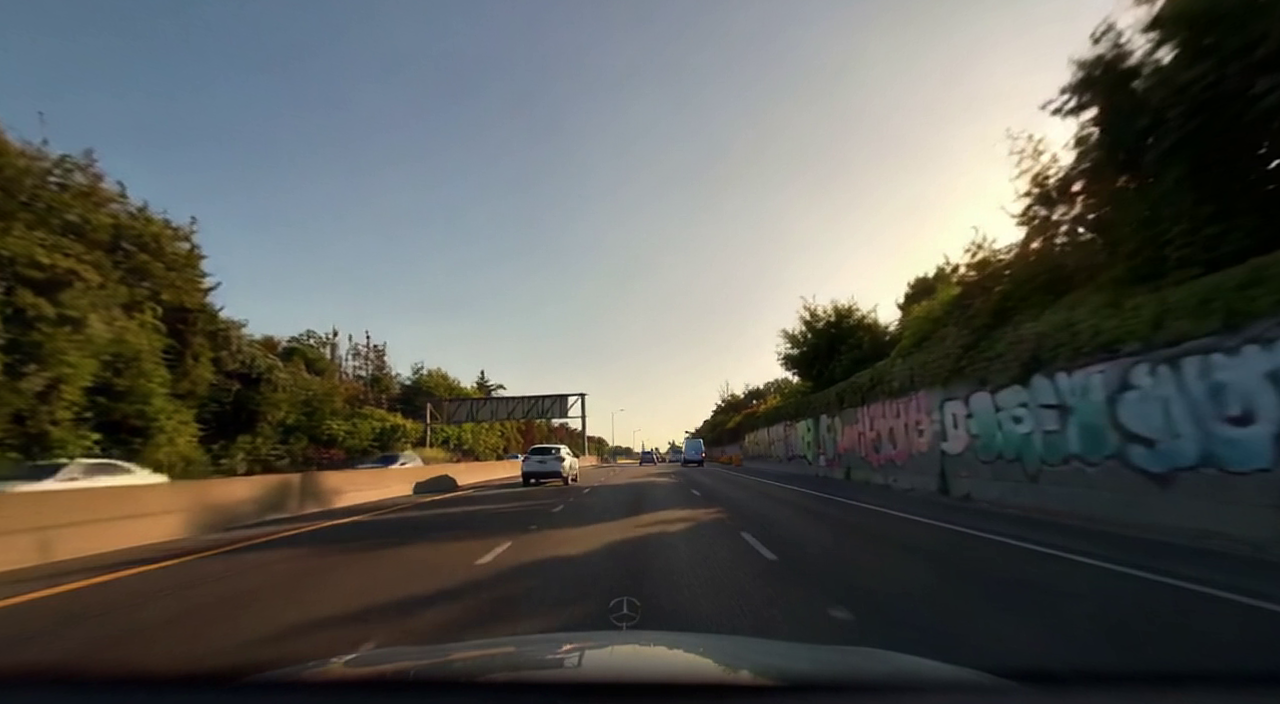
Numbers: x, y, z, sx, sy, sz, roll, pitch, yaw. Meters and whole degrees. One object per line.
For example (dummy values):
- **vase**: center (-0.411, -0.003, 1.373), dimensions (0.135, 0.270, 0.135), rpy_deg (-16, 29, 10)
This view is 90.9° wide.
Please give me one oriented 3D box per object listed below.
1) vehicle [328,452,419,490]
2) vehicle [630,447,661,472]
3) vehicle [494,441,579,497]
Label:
- **vehicle**: center (-11.791, 5.272, 28.287), dimensions (2.058, 1.540, 4.479), rpy_deg (0, -9, 1)
- **vehicle**: center (0.395, 7.539, 44.457), dimensions (2.108, 1.663, 3.159), rpy_deg (0, -9, 1)
- **vehicle**: center (-3.258, 3.789, 20.784), dimensions (1.964, 1.618, 4.489), rpy_deg (0, -9, 1)
